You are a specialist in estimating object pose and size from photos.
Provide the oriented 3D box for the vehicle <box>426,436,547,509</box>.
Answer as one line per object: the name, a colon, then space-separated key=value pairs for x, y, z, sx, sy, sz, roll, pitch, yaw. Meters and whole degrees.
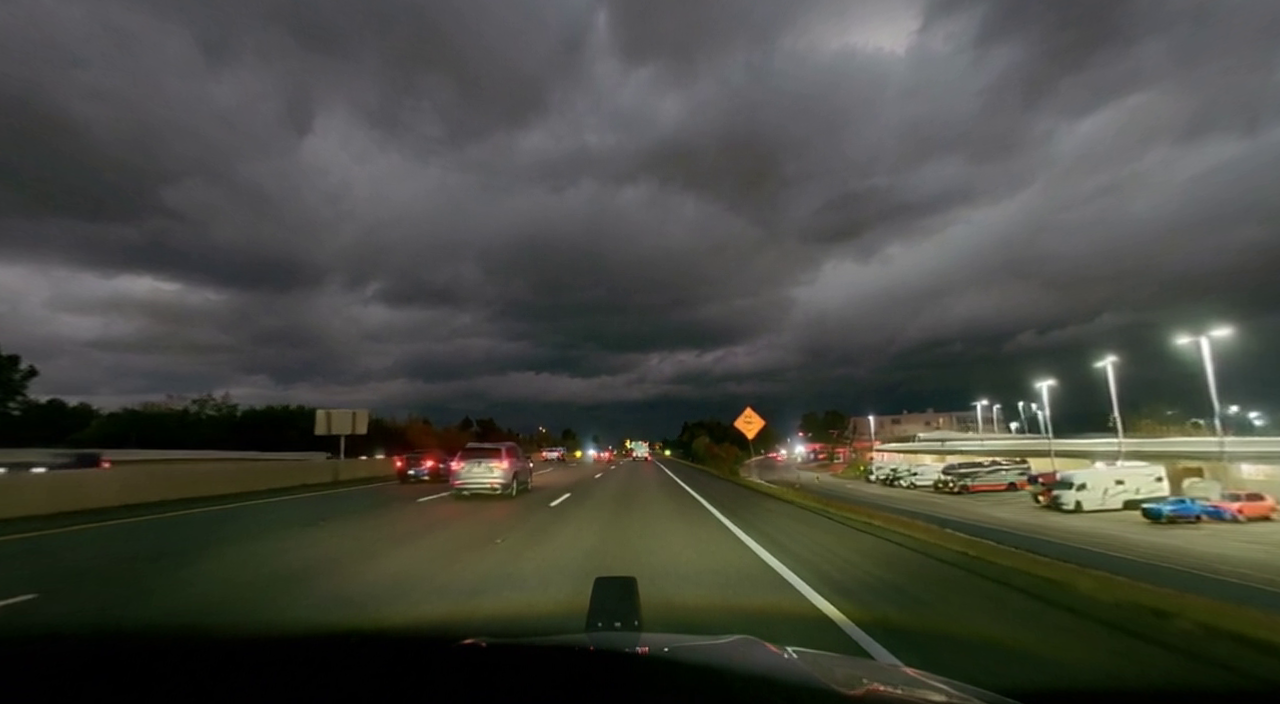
vehicle: x=-3.882 y=3.128 z=16.771 sx=2.070 sy=1.665 sz=4.213 roll=0 pitch=-9 yaw=1

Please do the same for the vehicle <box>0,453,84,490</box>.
vehicle: x=-29.701 y=5.678 z=30.119 sx=1.863 sy=1.612 sz=4.639 roll=0 pitch=-9 yaw=2
